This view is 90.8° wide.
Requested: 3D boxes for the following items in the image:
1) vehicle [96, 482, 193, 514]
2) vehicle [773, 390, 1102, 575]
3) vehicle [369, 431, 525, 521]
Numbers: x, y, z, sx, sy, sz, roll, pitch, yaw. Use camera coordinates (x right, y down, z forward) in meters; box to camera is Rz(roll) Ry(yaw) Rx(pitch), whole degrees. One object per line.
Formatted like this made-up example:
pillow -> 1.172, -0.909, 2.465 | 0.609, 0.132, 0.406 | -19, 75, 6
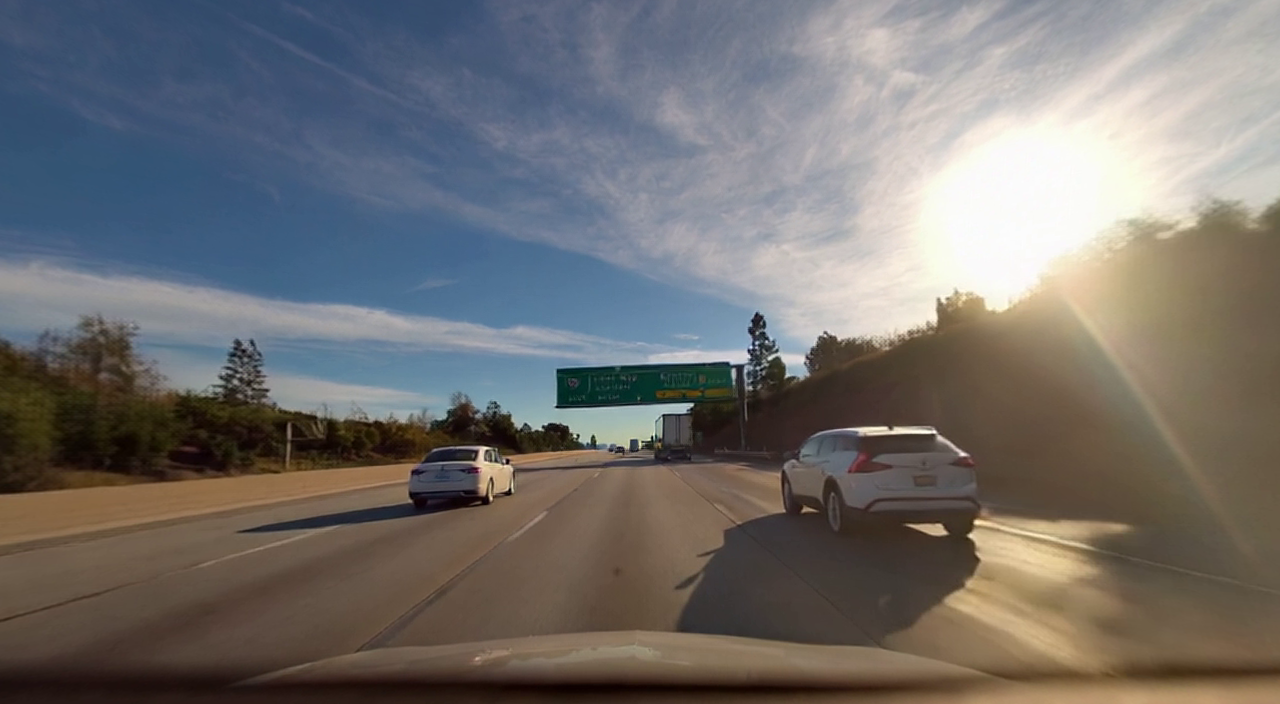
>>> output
vehicle -> -28.982, 8.533, 37.168 | 1.938, 1.481, 4.729 | 0, -8, 0
vehicle -> 3.342, 1.581, 8.374 | 2.065, 1.760, 4.488 | 0, -8, -1
vehicle -> -3.921, 2.596, 13.853 | 1.903, 1.607, 4.770 | 0, -8, 0
